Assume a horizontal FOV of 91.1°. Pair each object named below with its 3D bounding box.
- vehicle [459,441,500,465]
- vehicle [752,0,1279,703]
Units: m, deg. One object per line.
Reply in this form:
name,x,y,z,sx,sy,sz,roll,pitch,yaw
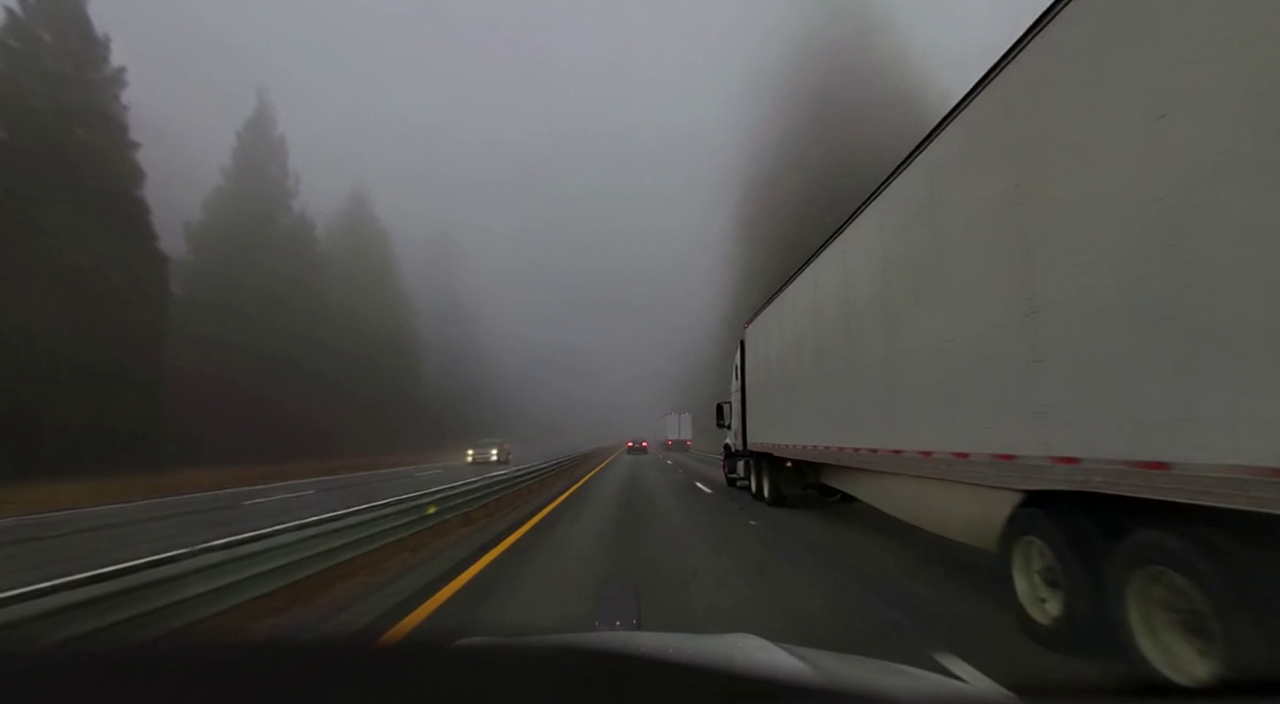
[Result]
vehicle,-11.571,7.270,45.613,1.890,1.614,4.227,0,-8,0
vehicle,3.966,0.149,6.337,2.919,4.004,13.911,0,-8,-1
